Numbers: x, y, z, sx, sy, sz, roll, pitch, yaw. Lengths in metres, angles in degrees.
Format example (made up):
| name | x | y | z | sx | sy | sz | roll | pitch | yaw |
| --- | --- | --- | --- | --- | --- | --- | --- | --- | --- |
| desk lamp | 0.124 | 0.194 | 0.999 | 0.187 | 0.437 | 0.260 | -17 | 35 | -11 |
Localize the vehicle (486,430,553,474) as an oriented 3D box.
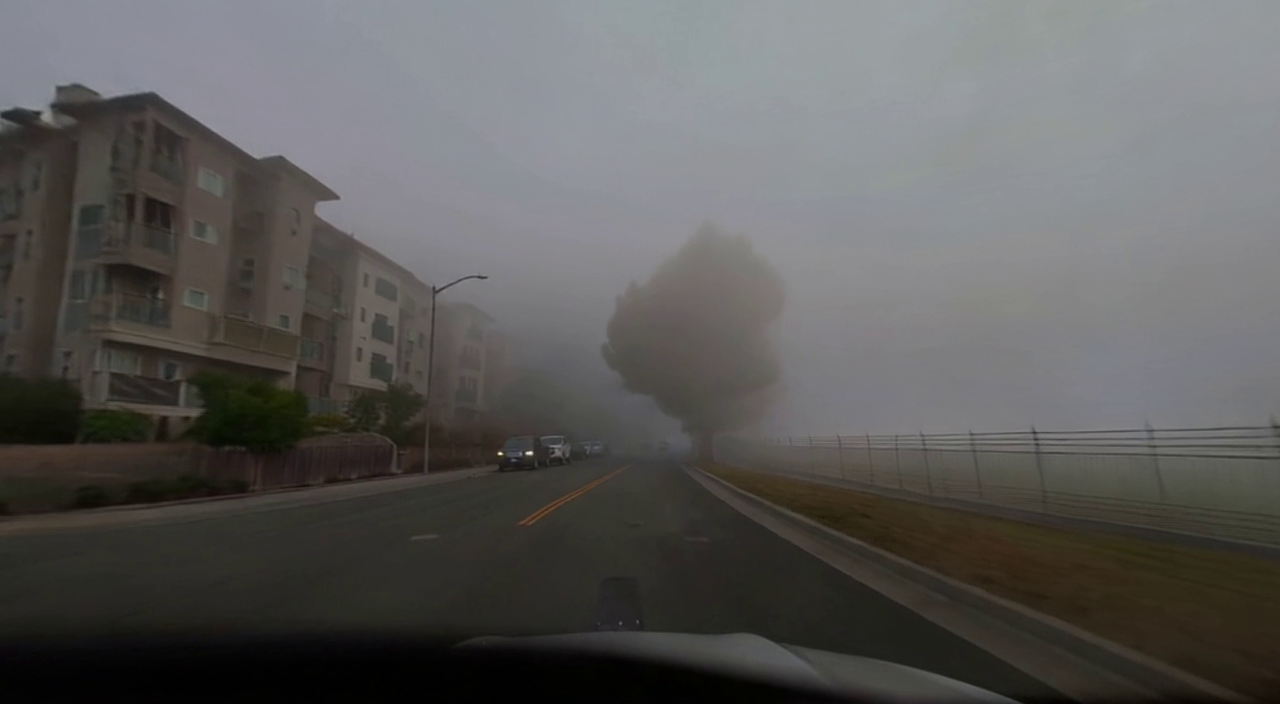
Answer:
| name | x | y | z | sx | sy | sz | roll | pitch | yaw |
| --- | --- | --- | --- | --- | --- | --- | --- | --- | --- |
| vehicle | -5.954 | 5.020 | 31.958 | 2.192 | 1.965 | 4.917 | 2 | -8 | 3 |
